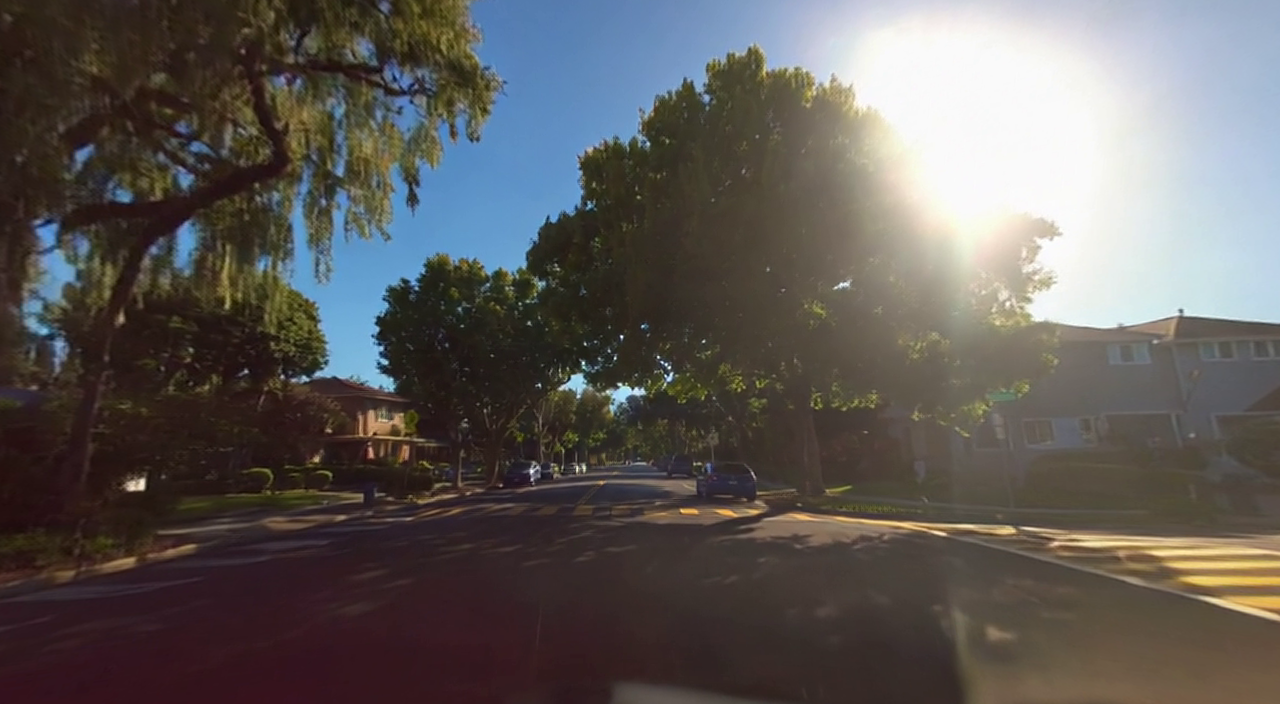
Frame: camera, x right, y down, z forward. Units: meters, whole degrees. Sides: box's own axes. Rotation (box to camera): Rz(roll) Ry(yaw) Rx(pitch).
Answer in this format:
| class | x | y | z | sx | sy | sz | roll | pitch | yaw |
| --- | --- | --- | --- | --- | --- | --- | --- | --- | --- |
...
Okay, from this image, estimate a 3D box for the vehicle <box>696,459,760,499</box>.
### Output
| class | x | y | z | sx | sy | sz | roll | pitch | yaw |
| --- | --- | --- | --- | --- | --- | --- | --- | --- | --- |
| vehicle | 3.668 | 5.400 | 27.154 | 1.961 | 1.472 | 4.434 | 0 | -8 | -2 |
